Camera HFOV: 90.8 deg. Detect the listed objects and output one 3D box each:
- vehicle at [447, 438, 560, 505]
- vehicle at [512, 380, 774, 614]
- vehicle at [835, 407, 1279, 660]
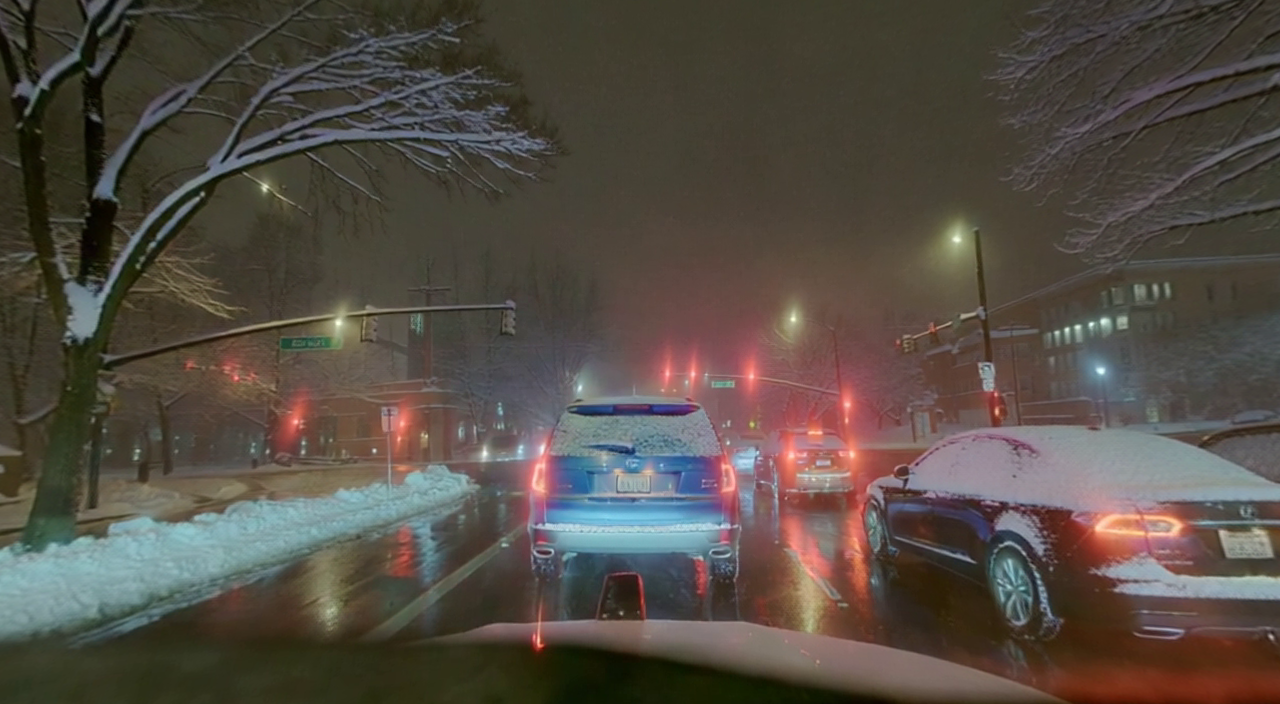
[{"bbox_3d":[-3.304,2.985,16.212,1.913,1.464,4.276,0,-8,0],"label":"vehicle"},{"bbox_3d":[-0.028,1.460,7.275,2.038,1.819,4.505,0,-8,-1],"label":"vehicle"},{"bbox_3d":[3.644,1.410,6.080,1.995,1.483,4.533,0,-8,-1],"label":"vehicle"}]
